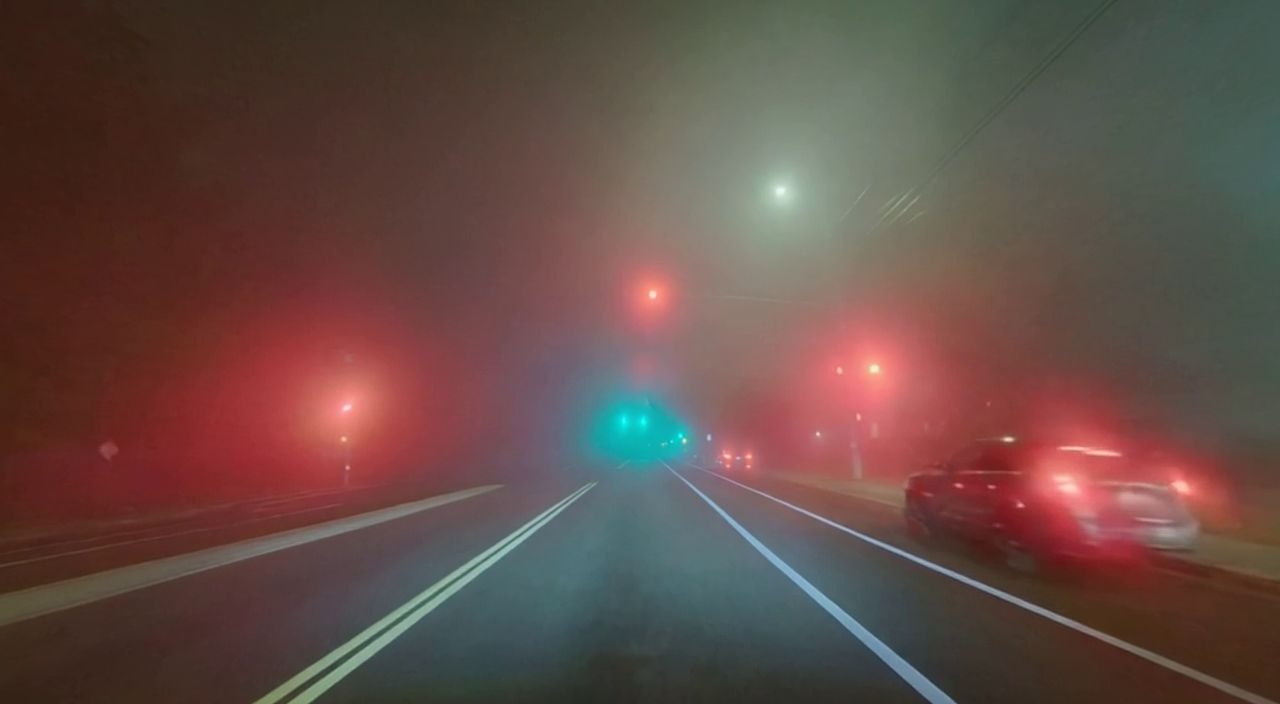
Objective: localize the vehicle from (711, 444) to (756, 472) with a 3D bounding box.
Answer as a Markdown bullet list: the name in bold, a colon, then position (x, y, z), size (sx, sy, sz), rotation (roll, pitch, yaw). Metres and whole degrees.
- **vehicle**: position (5.343, 6.123, 36.707), size (2.032, 1.478, 5.040), rotation (0, -8, 2)

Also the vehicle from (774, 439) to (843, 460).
- **vehicle**: position (12.385, 7.200, 46.546), size (4.502, 1.470, 1.839), rotation (0, -8, -1)

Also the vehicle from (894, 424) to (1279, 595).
- **vehicle**: position (5.000, 1.757, 7.911), size (1.955, 1.549, 4.129), rotation (0, -8, 1)
